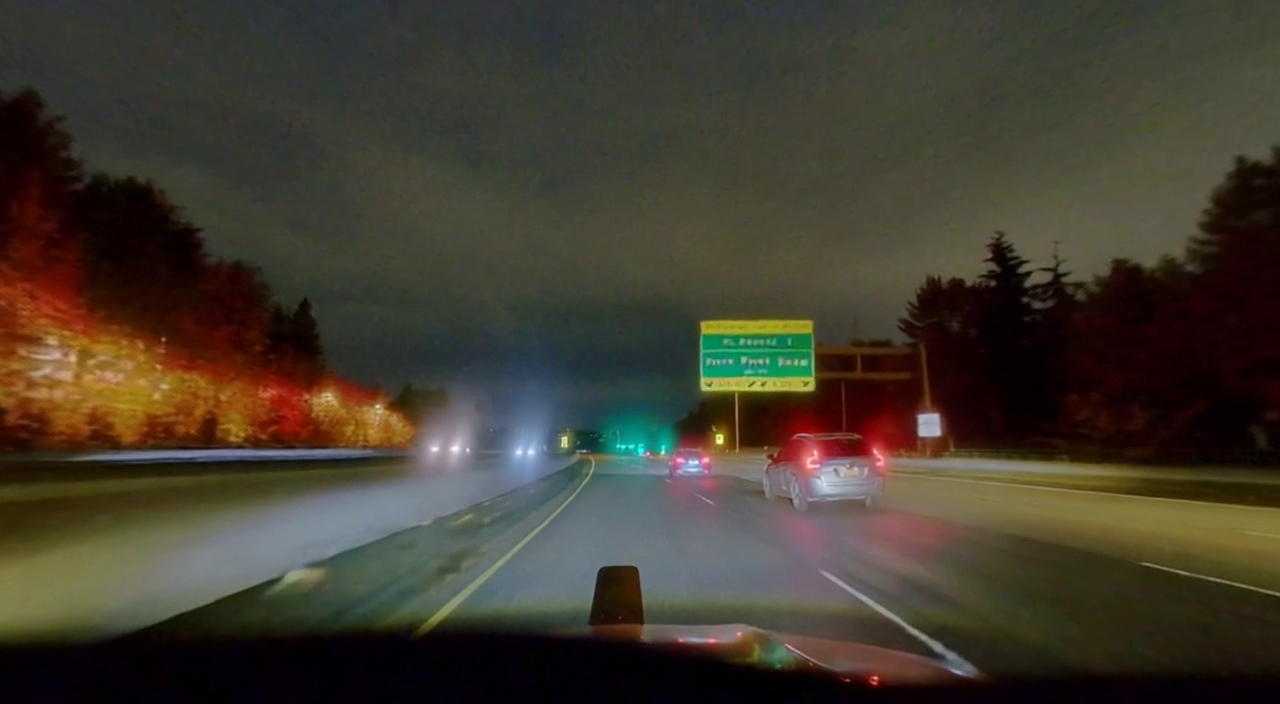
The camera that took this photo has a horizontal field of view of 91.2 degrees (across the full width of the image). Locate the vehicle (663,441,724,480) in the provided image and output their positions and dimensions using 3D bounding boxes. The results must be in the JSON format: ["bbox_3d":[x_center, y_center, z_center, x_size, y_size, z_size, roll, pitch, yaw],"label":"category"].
[{"bbox_3d":[2.356,4.972,28.840,2.337,1.633,4.222,-1,-9,-2],"label":"vehicle"}]

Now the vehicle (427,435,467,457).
[{"bbox_3d":[-14.879,7.304,48.478,1.921,1.550,4.249,-1,-9,-2],"label":"vehicle"}]
